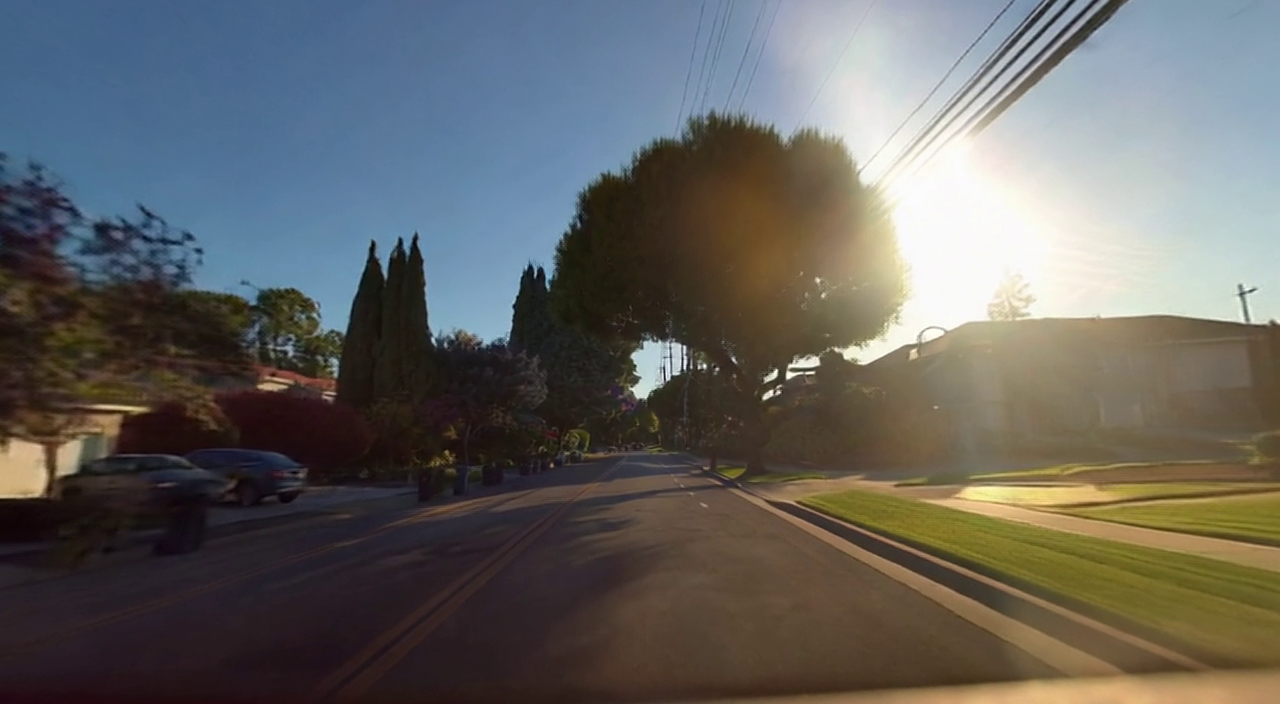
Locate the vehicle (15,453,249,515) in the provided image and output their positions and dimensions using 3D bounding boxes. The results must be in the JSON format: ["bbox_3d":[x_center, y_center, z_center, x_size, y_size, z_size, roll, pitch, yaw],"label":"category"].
[{"bbox_3d":[-14.095,3.657,17.833,4.554,1.535,2.261,0,-8,-4],"label":"vehicle"}]
